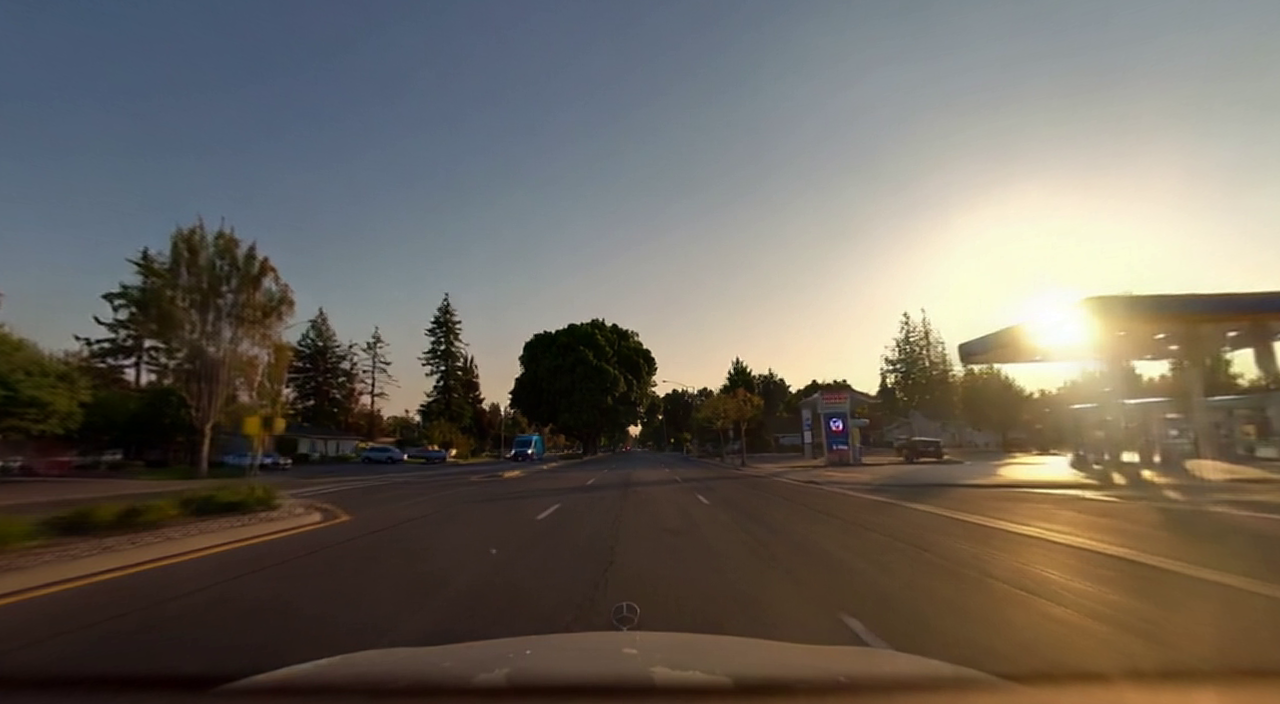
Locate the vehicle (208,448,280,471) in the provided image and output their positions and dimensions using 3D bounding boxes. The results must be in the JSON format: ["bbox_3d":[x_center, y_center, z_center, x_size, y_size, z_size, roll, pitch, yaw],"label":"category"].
[{"bbox_3d":[-31.088,8.451,49.672,4.290,1.701,2.002,0,-9,-3],"label":"vehicle"}]

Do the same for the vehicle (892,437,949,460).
[{"bbox_3d":[19.224,6.630,43.468,1.994,1.452,4.227,0,-9,0],"label":"vehicle"}]
